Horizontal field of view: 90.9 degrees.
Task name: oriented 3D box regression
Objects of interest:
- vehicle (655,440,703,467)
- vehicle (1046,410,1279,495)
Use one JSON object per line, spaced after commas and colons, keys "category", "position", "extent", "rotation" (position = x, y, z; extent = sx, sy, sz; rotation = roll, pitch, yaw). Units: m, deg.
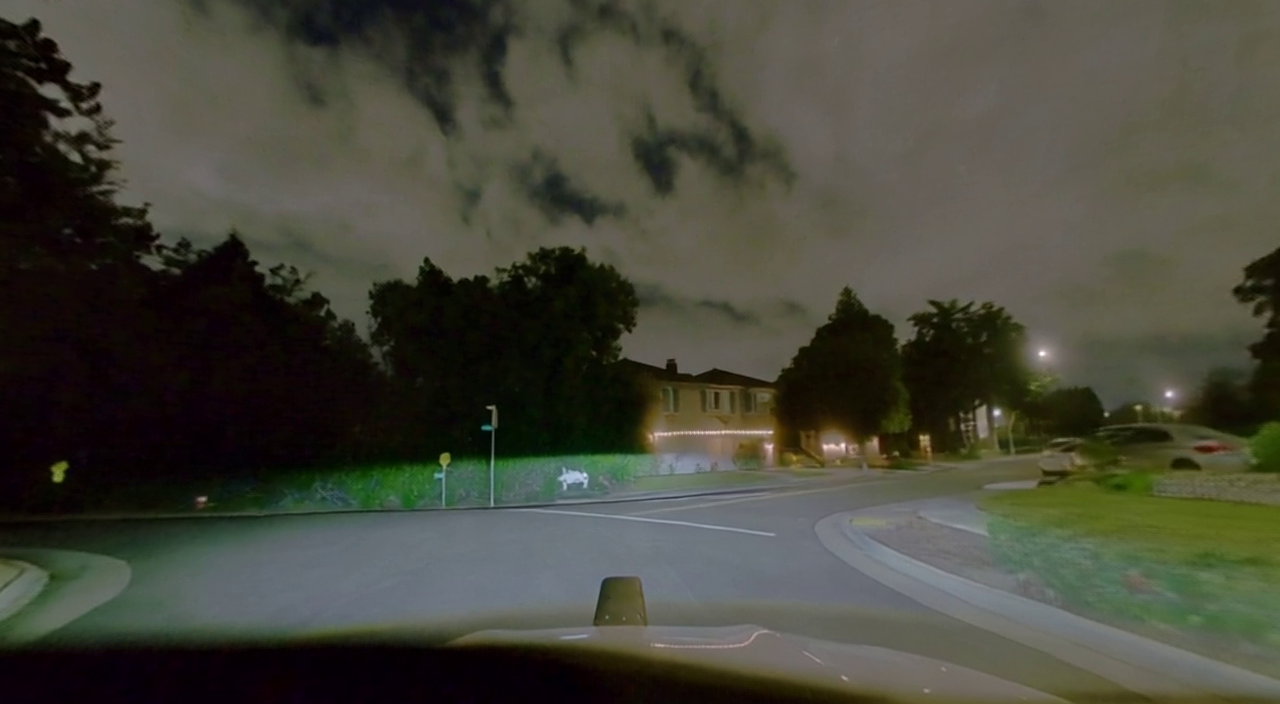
{"category": "vehicle", "position": [2.334, 6.184, 38.292], "extent": [1.802, 1.548, 3.501], "rotation": [3, -10, -17]}
{"category": "vehicle", "position": [13.228, 2.468, 15.773], "extent": [2.023, 1.756, 4.799], "rotation": [3, -9, -19]}
